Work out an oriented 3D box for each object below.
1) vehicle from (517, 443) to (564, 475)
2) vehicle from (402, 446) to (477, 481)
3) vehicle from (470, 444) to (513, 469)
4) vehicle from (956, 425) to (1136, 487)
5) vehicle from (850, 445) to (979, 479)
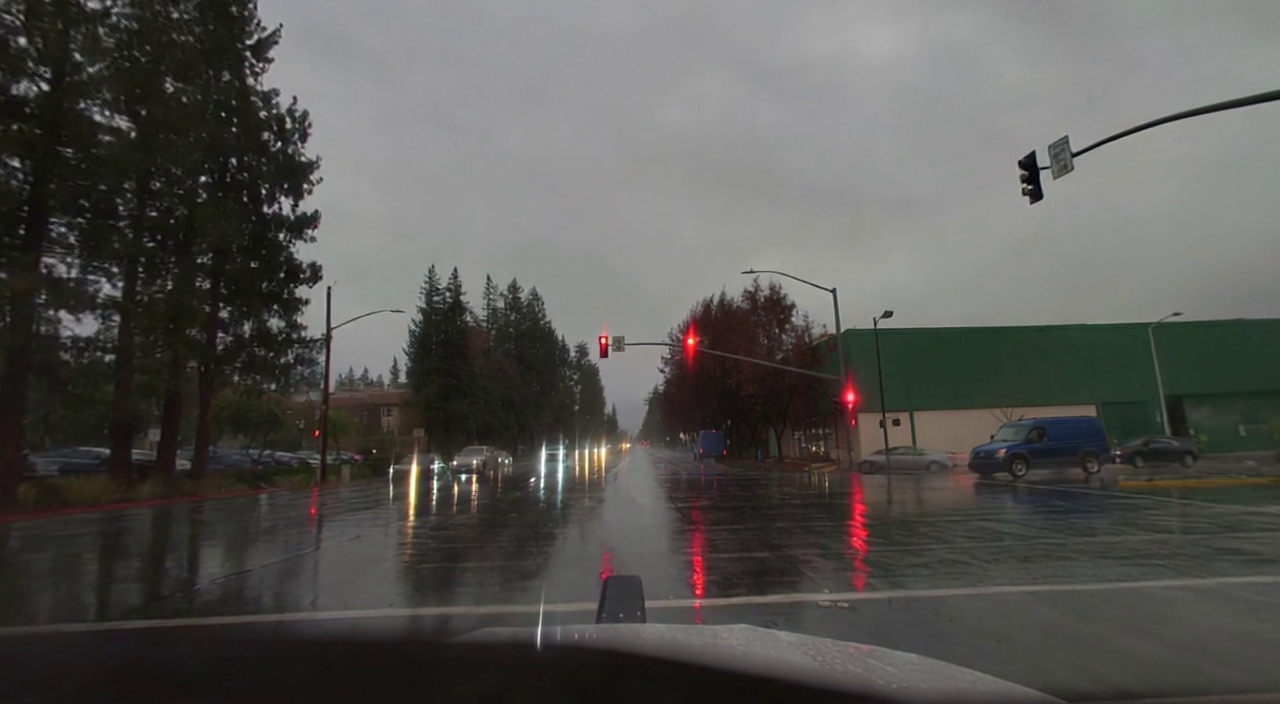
[{"bbox_3d":[-4.736,5.142,30.610,1.846,1.416,4.228,0,-9,-4],"label":"vehicle"},{"bbox_3d":[-9.010,5.026,28.794,2.024,1.460,4.381,0,-9,0],"label":"vehicle"},{"bbox_3d":[-9.022,6.382,38.757,1.779,1.460,4.463,0,-9,-3],"label":"vehicle"},{"bbox_3d":[14.829,3.765,23.124,5.910,2.046,2.228,3,-9,-19],"label":"vehicle"},{"bbox_3d":[12.101,4.881,28.135,4.828,1.453,1.919,0,-9,1],"label":"vehicle"}]
